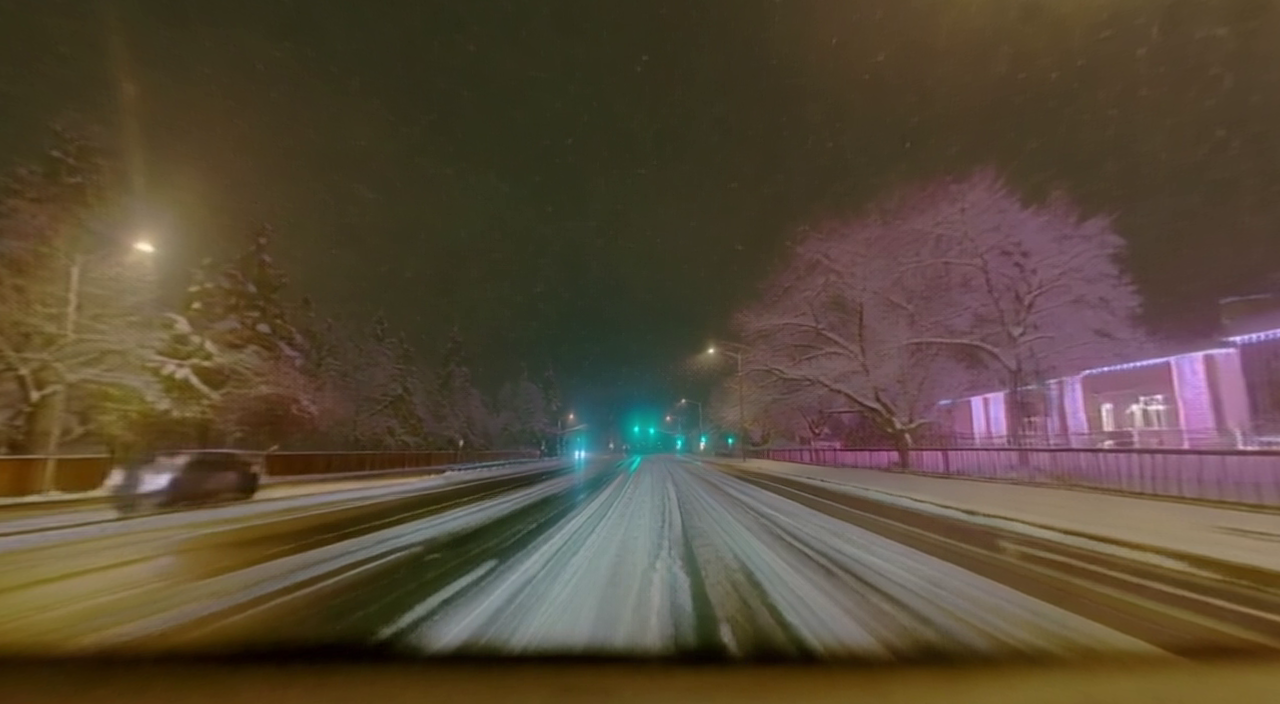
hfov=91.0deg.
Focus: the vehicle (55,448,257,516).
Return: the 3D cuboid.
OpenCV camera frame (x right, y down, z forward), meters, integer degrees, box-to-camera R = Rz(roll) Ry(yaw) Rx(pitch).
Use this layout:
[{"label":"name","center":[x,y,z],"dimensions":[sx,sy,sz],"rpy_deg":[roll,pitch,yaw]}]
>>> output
[{"label":"vehicle","center":[-13.415,3.582,17.932],"dimensions":[2.094,1.638,4.477],"rpy_deg":[-1,-9,2]}]
